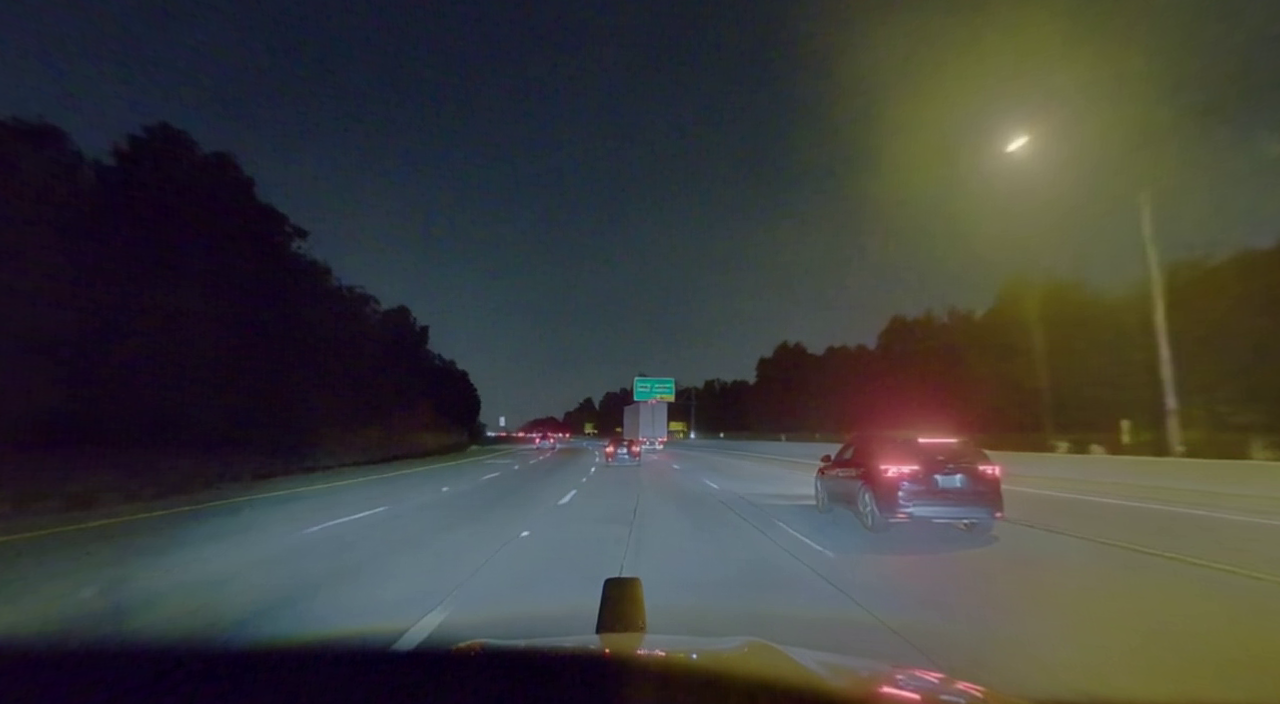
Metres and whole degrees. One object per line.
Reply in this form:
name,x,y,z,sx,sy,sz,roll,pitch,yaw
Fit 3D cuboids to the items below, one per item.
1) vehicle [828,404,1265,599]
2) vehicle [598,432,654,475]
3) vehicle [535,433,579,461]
vehicle,3.777,1.468,7.053,1.971,1.472,4.301,0,-8,0
vehicle,-0.581,3.934,24.684,2.020,1.516,3.951,0,-9,-2
vehicle,-4.738,5.490,36.535,2.072,1.512,4.043,0,-9,-2
